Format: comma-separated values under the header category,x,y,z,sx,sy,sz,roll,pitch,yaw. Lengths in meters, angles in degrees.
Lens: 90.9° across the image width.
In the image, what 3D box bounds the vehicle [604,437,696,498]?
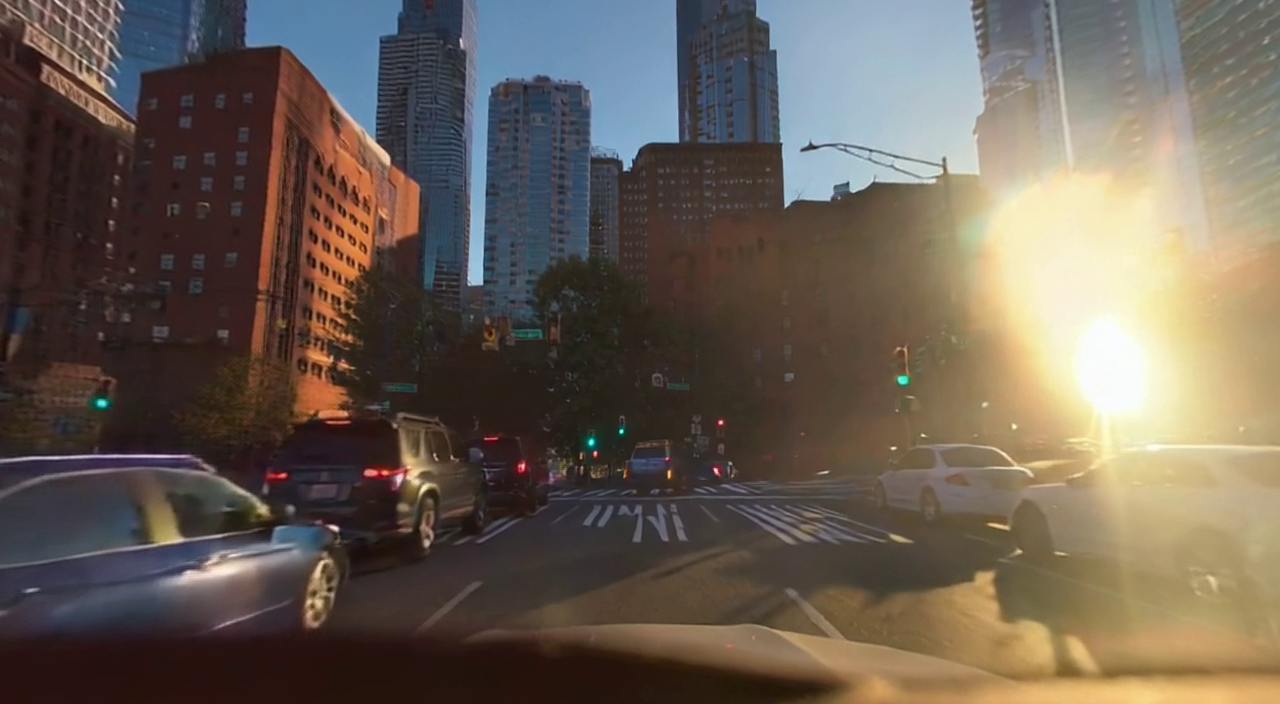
category,x,y,z,sx,sy,sz,roll,pitch,yaw
vehicle,0.510,3.794,21.155,2.328,1.746,5.072,-2,-9,10

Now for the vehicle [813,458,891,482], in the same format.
category,x,y,z,sx,sy,sz,roll,pitch,yaw
vehicle,13.609,7.589,40.715,4.371,1.439,1.818,0,-9,1

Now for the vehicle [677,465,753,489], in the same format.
category,x,y,z,sx,sy,sz,roll,pitch,yaw
vehicle,5.044,8.478,42.853,4.766,1.502,1.891,1,-9,-7

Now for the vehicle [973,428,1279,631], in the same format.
category,x,y,z,sx,sy,sz,roll,pitch,yaw
vehicle,5.845,1.667,6.899,1.919,1.529,4.558,0,-9,1

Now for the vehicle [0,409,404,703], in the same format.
category,x,y,z,sx,sy,sz,roll,pitch,yaw
vehicle,-3.038,1.087,3.139,1.930,1.450,4.497,0,-9,1
